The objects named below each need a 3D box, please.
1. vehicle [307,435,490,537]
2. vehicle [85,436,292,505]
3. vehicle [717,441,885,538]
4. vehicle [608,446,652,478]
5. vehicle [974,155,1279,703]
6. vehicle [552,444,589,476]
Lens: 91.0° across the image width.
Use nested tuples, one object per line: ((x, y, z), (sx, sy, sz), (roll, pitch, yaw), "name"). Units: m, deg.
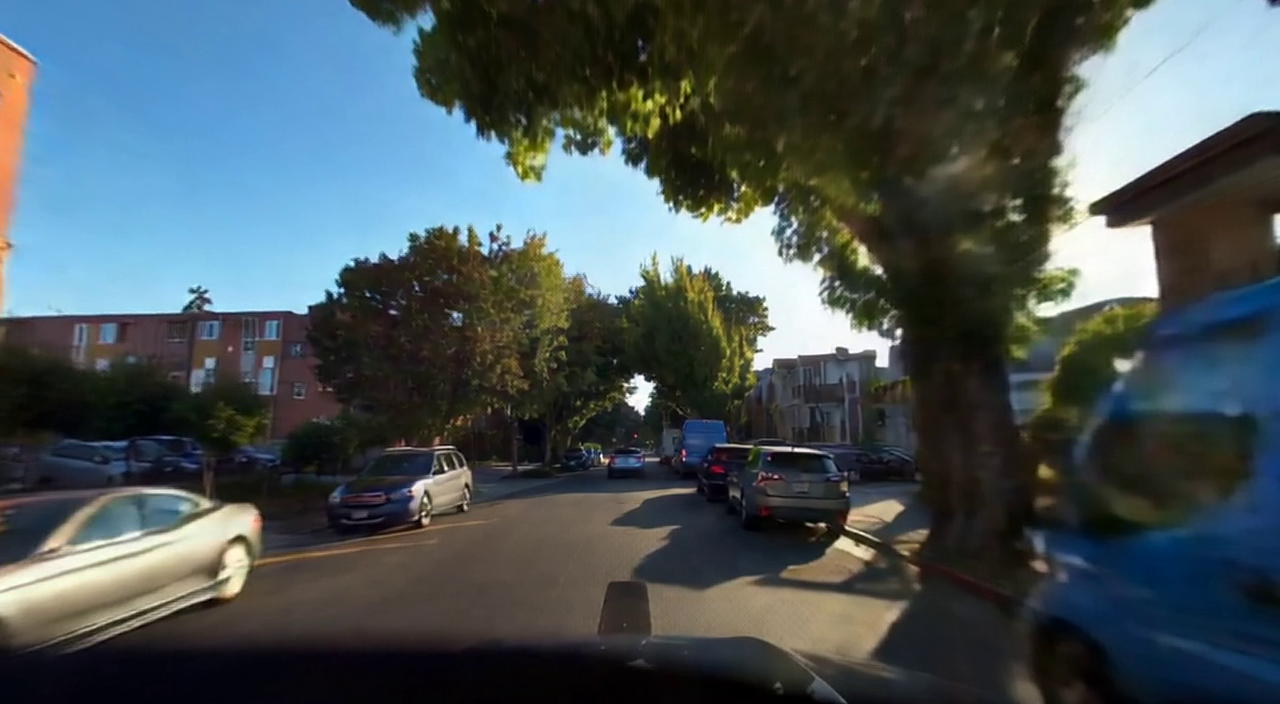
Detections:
((-4.819, 2.668, 13.458), (2.090, 1.497, 4.639), (1, -4, 0), "vehicle")
((-11.254, 2.948, 16.186), (1.795, 1.513, 4.442), (-1, -8, 4), "vehicle")
((2.707, 2.392, 11.653), (1.906, 1.471, 3.941), (0, -8, -3), "vehicle")
((-0.517, 5.597, 32.389), (2.095, 1.510, 3.605), (0, -8, -1), "vehicle")
((2.684, 0.405, 0.452), (2.303, 2.049, 4.719), (0, -8, 1), "vehicle")
((-4.506, 7.029, 41.288), (1.951, 1.662, 4.046), (0, -4, 0), "vehicle")
